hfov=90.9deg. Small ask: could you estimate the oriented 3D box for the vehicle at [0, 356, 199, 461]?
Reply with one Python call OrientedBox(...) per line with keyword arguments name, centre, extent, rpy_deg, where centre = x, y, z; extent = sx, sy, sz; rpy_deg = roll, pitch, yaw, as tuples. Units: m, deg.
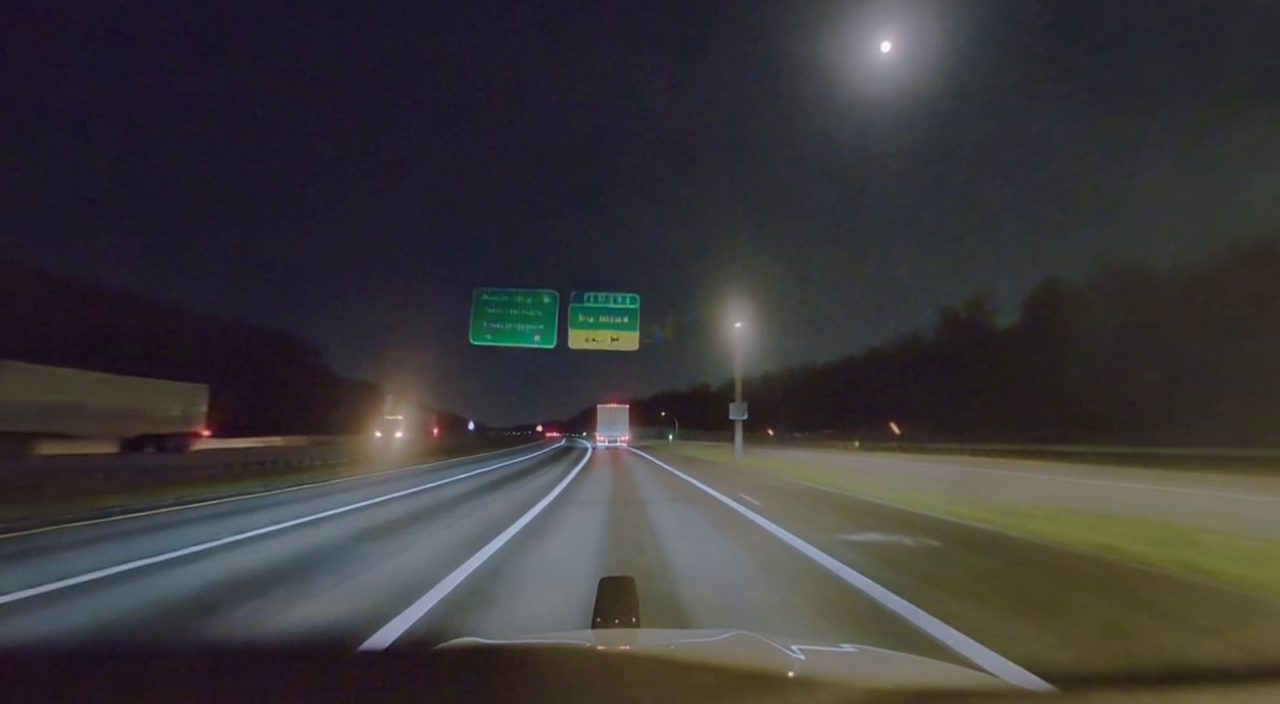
OrientedBox(name="vehicle", centre=(-24.913, 2.648, 27.164), extent=(3.339, 3.734, 12.428), rpy_deg=(1, -8, -3))
